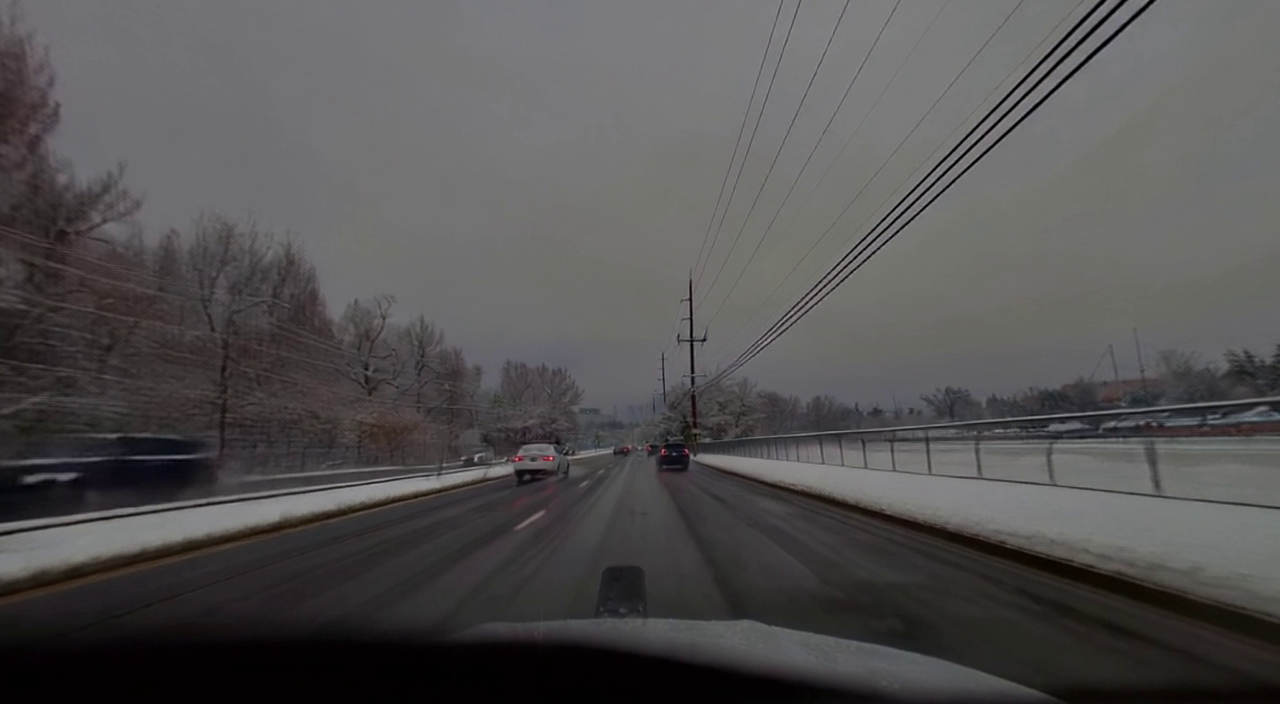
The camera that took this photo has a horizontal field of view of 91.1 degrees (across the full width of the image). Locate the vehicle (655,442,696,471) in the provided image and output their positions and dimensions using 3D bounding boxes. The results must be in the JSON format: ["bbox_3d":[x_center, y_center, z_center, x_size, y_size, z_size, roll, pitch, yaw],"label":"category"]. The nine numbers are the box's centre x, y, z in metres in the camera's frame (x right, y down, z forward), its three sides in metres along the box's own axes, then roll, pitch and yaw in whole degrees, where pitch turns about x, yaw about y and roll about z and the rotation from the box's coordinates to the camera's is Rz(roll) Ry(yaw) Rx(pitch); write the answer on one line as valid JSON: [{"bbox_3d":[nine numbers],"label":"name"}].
[{"bbox_3d":[1.900,5.779,34.809,2.059,1.486,3.980,0,-8,0],"label":"vehicle"}]

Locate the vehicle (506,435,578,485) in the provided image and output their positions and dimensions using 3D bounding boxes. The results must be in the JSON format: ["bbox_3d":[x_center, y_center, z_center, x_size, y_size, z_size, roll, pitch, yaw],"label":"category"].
[{"bbox_3d":[-3.619,4.064,23.962,1.950,1.692,4.397,-1,-8,1],"label":"vehicle"}]

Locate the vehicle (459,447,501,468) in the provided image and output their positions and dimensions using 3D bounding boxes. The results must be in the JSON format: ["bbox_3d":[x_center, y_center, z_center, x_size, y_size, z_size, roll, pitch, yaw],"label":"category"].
[{"bbox_3d":[-12.587,8.277,49.626,2.028,1.534,4.589,-1,-8,1],"label":"vehicle"}]

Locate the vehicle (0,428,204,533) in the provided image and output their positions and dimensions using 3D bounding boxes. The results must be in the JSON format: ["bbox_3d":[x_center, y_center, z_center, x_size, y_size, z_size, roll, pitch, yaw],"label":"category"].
[{"bbox_3d":[-12.188,2.599,13.304,2.090,1.815,5.244,0,-8,0],"label":"vehicle"}]
